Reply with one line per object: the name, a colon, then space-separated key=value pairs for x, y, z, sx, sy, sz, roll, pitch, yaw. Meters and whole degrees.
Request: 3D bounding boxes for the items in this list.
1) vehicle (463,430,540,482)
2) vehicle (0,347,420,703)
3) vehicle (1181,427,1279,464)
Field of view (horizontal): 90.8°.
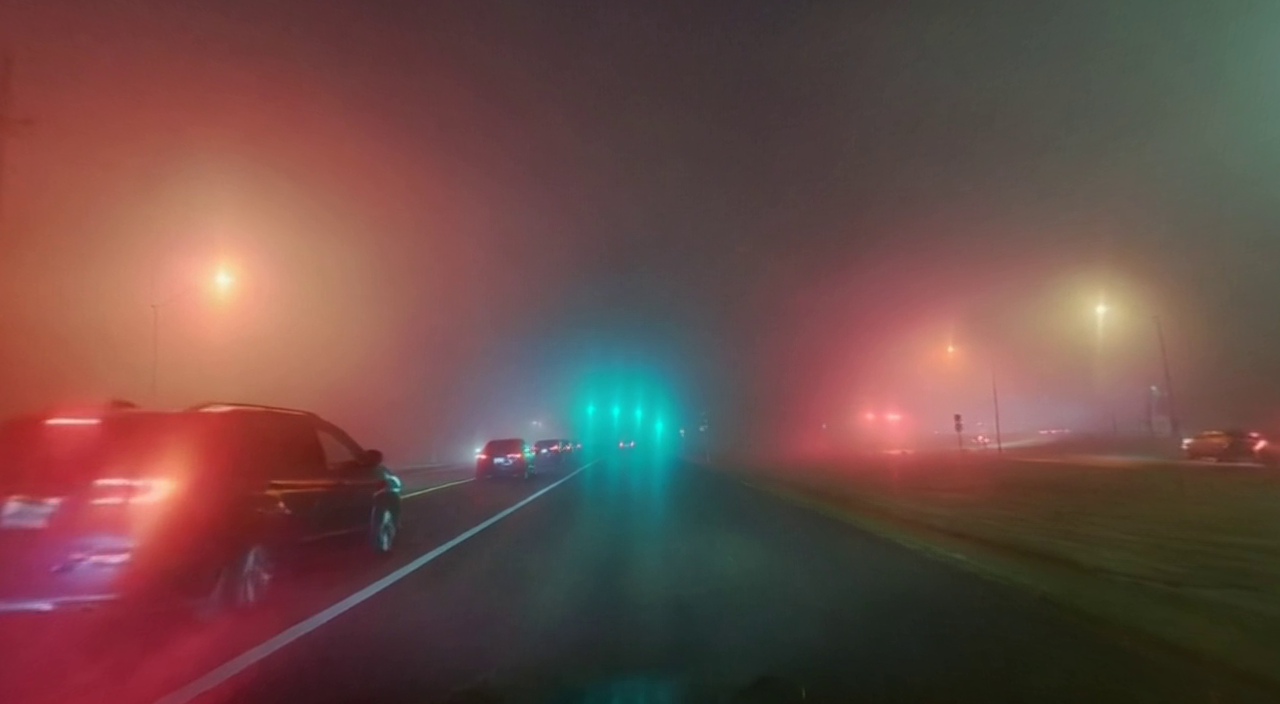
vehicle: x=-4.848 y=3.707 z=22.776 sx=2.041 sy=1.698 sz=4.094 roll=0 pitch=-8 yaw=-3
vehicle: x=-3.804 y=1.195 z=5.496 sx=2.189 sy=1.807 sz=4.467 roll=0 pitch=-8 yaw=-1
vehicle: x=33.404 y=5.021 z=33.687 sx=2.436 sy=1.877 sz=7.681 roll=1 pitch=-9 yaw=1
